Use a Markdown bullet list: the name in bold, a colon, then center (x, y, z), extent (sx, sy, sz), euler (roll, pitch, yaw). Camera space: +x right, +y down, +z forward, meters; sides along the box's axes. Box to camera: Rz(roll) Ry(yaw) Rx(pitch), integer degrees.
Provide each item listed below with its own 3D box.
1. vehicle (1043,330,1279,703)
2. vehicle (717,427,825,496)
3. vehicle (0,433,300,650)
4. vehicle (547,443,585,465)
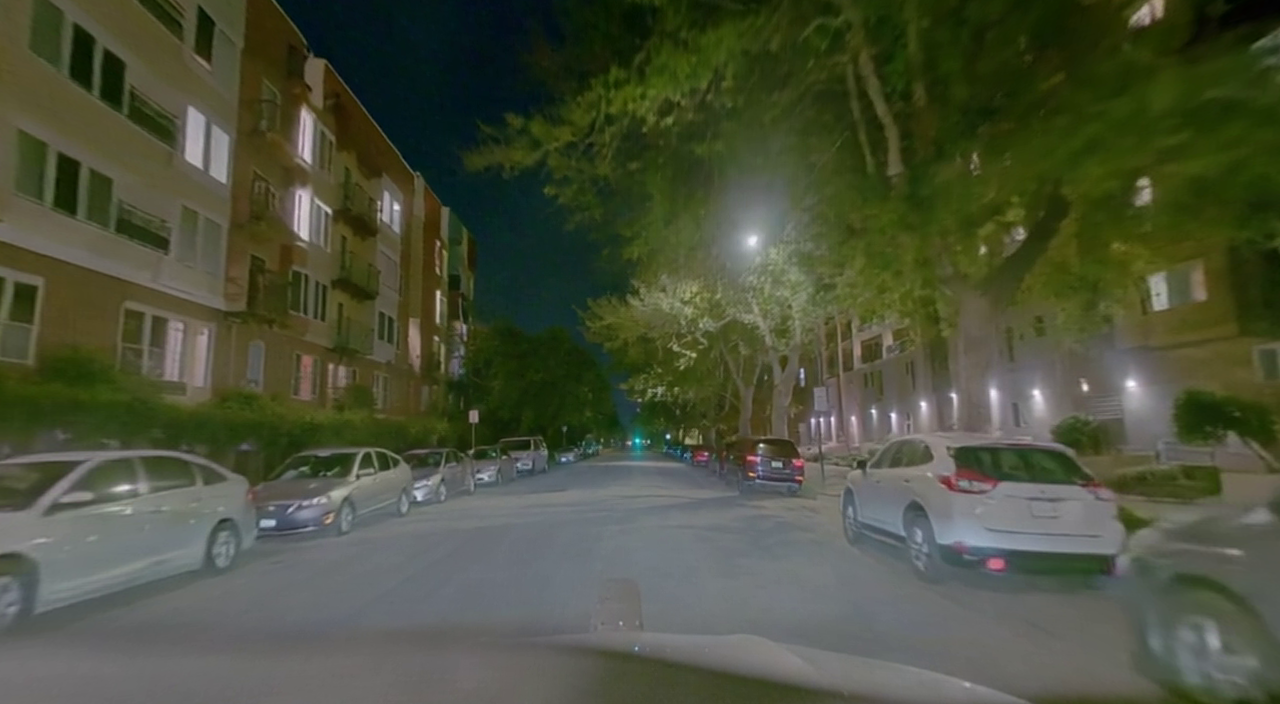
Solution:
- **vehicle**: center (3.654, 0.716, 1.602), extent (2.093, 1.801, 4.788), euler (2, -8, 0)
- **vehicle**: center (3.759, 3.256, 19.177), extent (2.082, 1.809, 4.998), euler (0, -8, -1)
- **vehicle**: center (-5.206, 1.490, 5.651), extent (1.772, 1.466, 4.342), euler (0, -8, 2)
- **vehicle**: center (-5.089, 7.113, 44.159), extent (2.080, 1.458, 4.511), euler (0, -8, 1)
